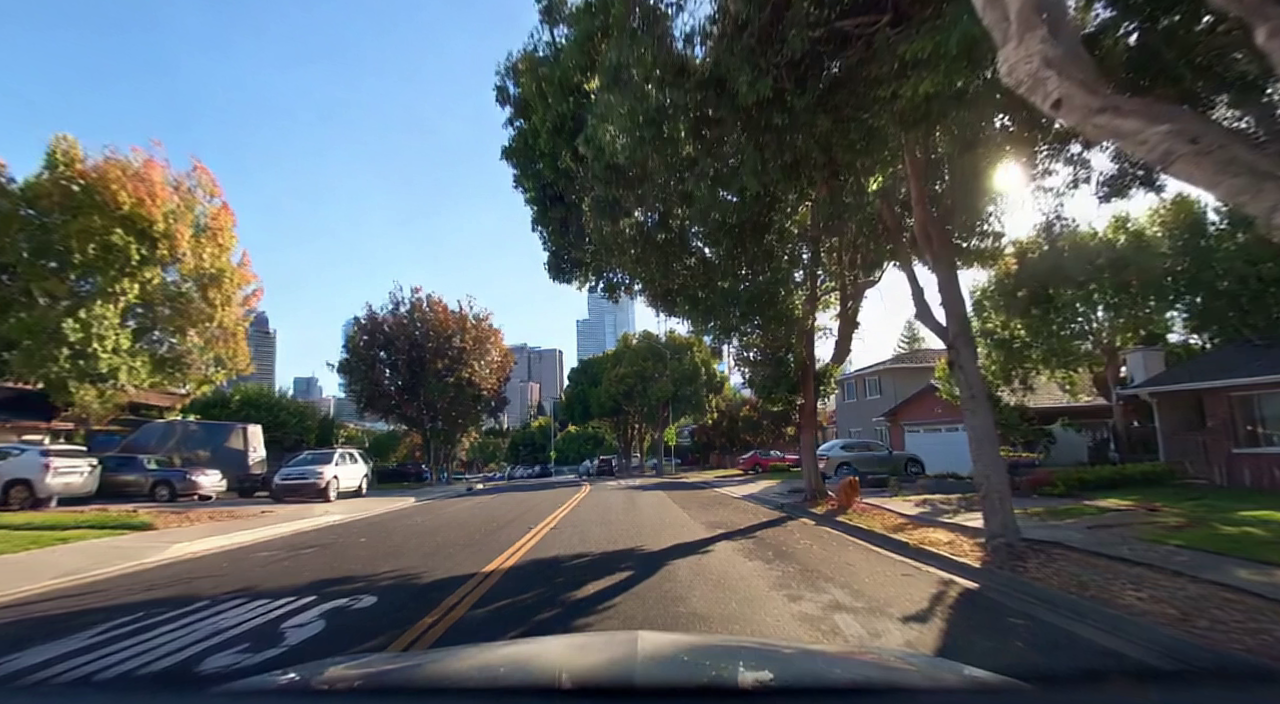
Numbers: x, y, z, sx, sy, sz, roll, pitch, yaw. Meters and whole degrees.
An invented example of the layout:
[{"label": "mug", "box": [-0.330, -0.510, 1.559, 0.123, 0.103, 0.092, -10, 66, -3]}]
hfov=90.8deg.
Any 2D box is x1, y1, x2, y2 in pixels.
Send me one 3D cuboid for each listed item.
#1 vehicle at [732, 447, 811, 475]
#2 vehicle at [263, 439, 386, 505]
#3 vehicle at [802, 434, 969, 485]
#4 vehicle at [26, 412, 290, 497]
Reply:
[{"label": "vehicle", "box": [8.141, 6.737, 39.152, 4.284, 1.522, 1.893, 1, -8, -18]}, {"label": "vehicle", "box": [-10.249, 3.888, 21.041, 2.073, 1.899, 4.869, 0, -8, -7]}, {"label": "vehicle", "box": [9.308, 4.032, 24.050, 5.751, 1.733, 2.138, 2, -9, -17]}, {"label": "vehicle", "box": [-14.121, 3.060, 19.053, 5.662, 2.292, 2.422, 2, -10, -14]}]
